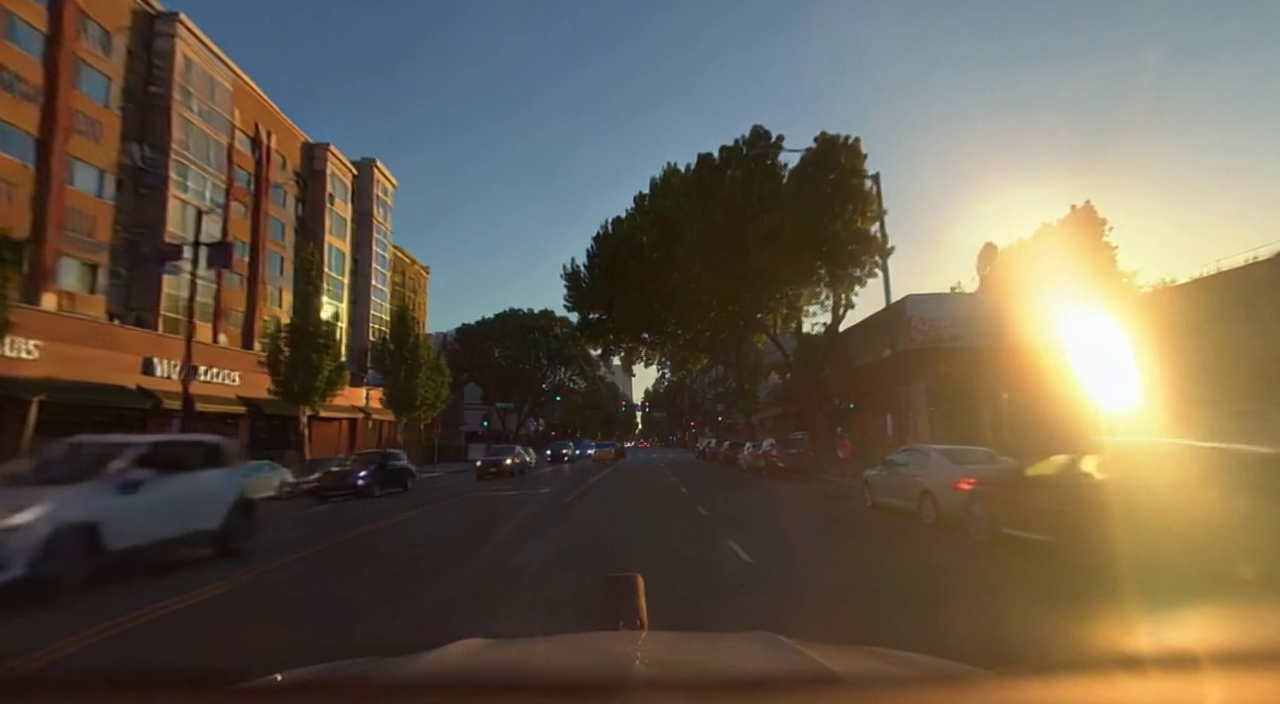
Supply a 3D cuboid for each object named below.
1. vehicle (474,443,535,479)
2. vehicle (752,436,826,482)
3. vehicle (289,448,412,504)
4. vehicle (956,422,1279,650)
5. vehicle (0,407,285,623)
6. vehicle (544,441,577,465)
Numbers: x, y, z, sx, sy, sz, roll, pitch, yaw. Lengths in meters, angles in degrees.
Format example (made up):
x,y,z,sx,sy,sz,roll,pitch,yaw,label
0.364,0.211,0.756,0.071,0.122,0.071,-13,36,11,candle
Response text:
x,y,z,sx,sy,sz,roll,pitch,yaw,label
-6.178,5.003,29.320,1.898,1.532,4.337,0,-8,0,vehicle
6.056,4.402,26.249,2.047,1.720,4.353,0,-8,0,vehicle
-9.056,3.868,20.204,1.937,1.548,4.179,0,-8,0,vehicle
5.580,1.676,6.914,1.899,1.642,4.463,0,-8,0,vehicle
-6.332,1.630,7.100,2.095,1.759,4.413,0,-8,0,vehicle
-6.210,7.981,49.971,2.020,1.754,4.442,0,-8,0,vehicle
